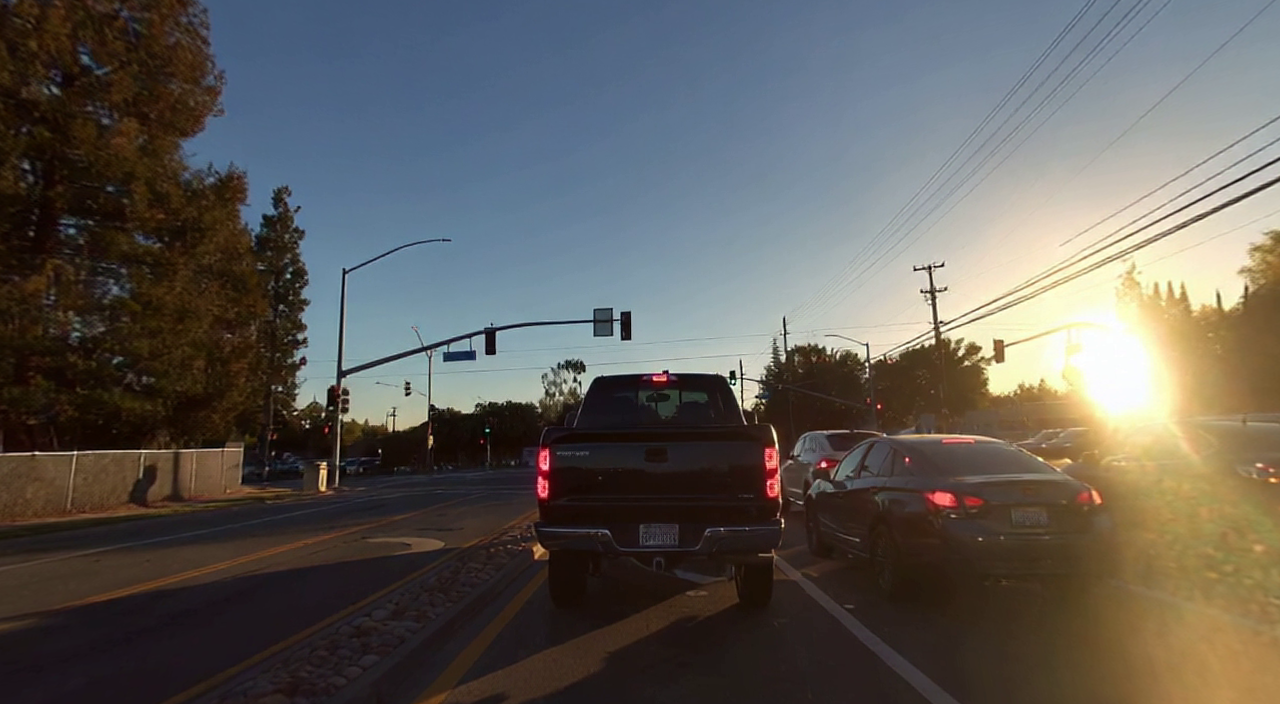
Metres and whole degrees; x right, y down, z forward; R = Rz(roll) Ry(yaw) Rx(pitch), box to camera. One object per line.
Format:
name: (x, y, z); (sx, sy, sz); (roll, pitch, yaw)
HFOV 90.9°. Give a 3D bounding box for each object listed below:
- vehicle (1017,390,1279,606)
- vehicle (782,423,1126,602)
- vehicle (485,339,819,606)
vehicle: (6.170, 1.372, 6.397); (1.982, 1.727, 4.352); (0, -8, 1)
vehicle: (3.125, 1.660, 7.429); (1.993, 1.495, 4.060); (0, -8, 1)
vehicle: (0.136, 1.470, 8.553); (2.831, 2.284, 6.149); (0, -8, 1)
